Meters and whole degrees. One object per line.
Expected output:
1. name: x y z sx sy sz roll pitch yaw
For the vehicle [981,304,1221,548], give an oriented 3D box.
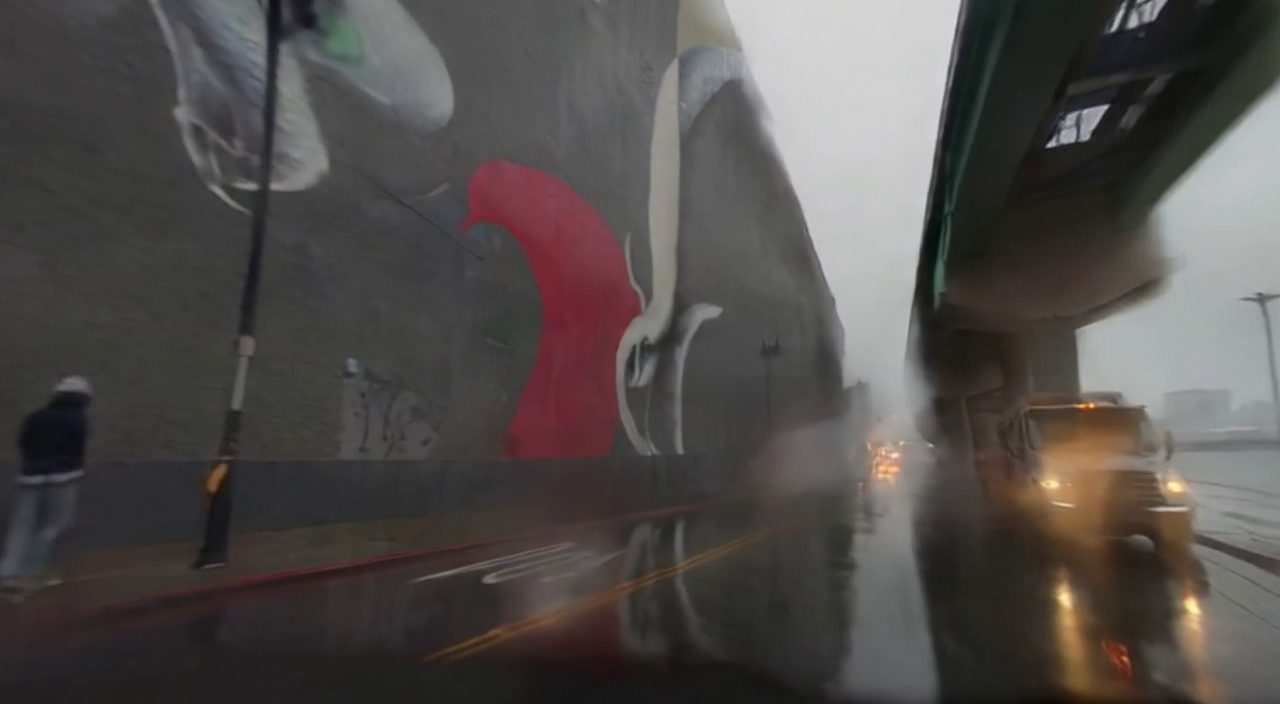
1. vehicle: 9.938 1.857 14.828 2.849 3.893 9.347 -4 -10 27
